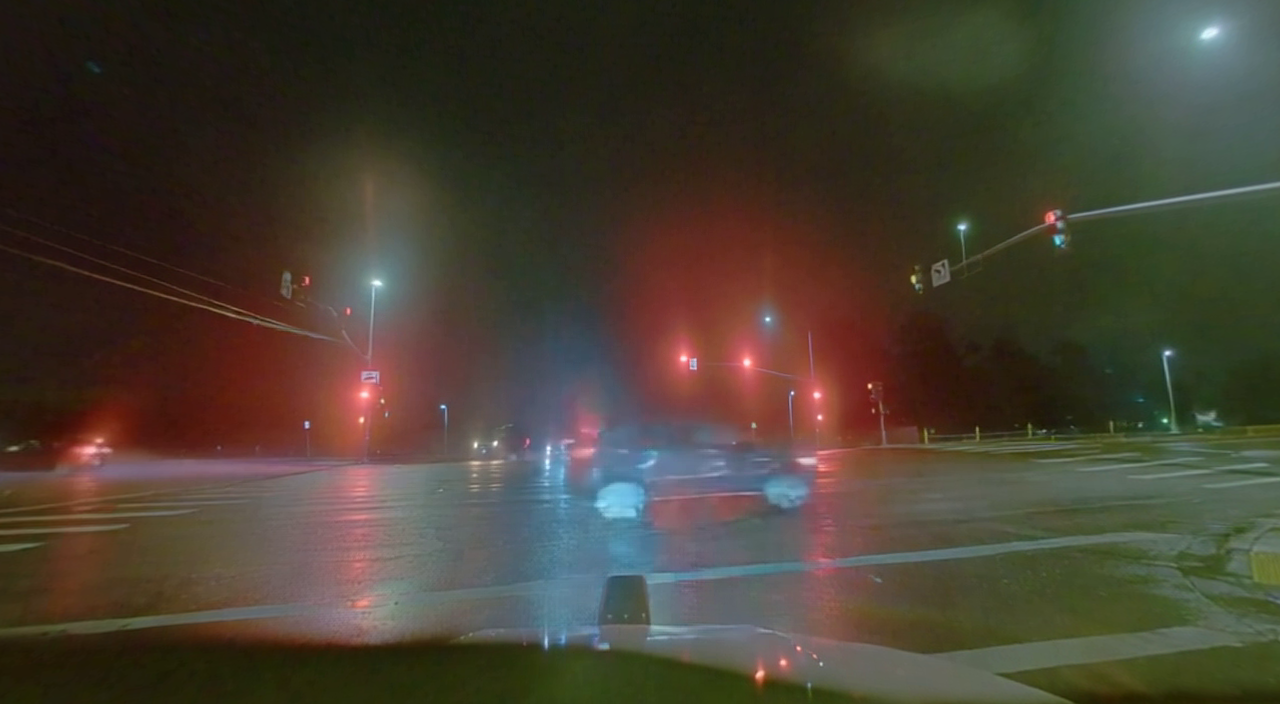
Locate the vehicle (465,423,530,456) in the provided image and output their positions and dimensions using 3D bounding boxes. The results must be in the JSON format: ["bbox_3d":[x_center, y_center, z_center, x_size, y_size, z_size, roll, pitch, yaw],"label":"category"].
[{"bbox_3d":[-8.659,5.436,38.817,2.000,1.864,5.044,-2,-9,10],"label":"vehicle"}]

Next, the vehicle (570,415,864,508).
[{"bbox_3d":[1.360,2.097,12.387,5.300,1.584,2.142,1,-9,-9],"label":"vehicle"}]

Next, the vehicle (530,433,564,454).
[{"bbox_3d":[-7.259,7.194,49.513,2.054,1.536,3.927,0,-9,-1],"label":"vehicle"}]

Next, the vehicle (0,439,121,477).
[{"bbox_3d":[-23.745,4.166,24.917,4.510,1.431,1.884,2,-9,-11],"label":"vehicle"}]
